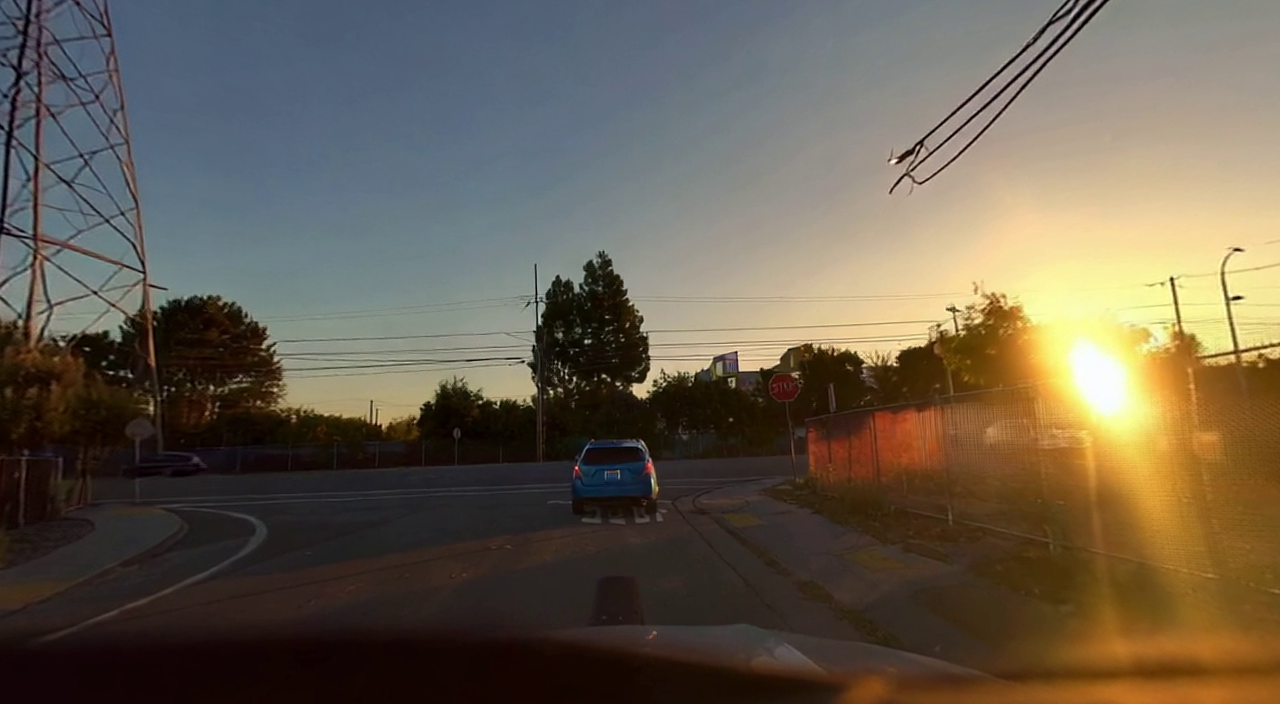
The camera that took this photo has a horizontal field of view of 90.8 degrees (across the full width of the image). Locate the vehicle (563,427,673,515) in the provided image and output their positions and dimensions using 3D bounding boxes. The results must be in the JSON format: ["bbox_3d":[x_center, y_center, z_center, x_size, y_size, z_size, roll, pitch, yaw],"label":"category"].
[{"bbox_3d":[-0.548,2.627,14.444,2.137,1.698,4.166,0,-8,-4],"label":"vehicle"}]

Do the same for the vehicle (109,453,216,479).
[{"bbox_3d":[-29.104,6.973,38.633,4.840,1.478,1.794,1,-9,-8],"label":"vehicle"}]
